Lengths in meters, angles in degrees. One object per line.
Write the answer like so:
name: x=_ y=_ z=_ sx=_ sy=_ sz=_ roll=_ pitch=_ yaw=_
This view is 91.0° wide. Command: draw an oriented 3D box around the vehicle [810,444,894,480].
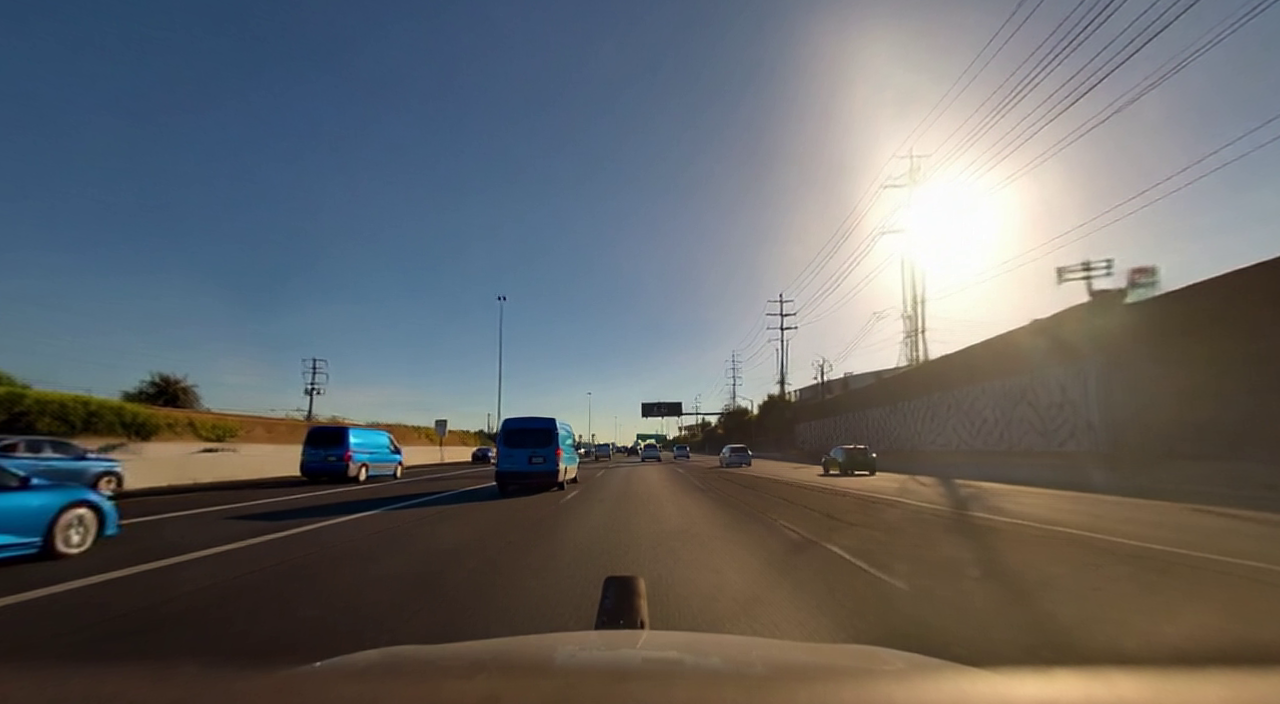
vehicle: x=9.370 y=4.904 z=28.279 sx=2.052 sy=1.470 sz=4.364 roll=0 pitch=-9 yaw=-3

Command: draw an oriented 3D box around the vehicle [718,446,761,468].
vehicle: x=7.180 y=7.637 z=45.873 sx=2.095 sy=1.504 sz=4.536 roll=0 pitch=-9 yaw=-4

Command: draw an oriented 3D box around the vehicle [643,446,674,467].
vehicle: x=1.311 y=7.668 z=46.340 sx=2.084 sy=1.492 sz=4.137 roll=0 pitch=-9 yaw=-1

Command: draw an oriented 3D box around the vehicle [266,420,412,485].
vehicle: x=-11.326 y=3.869 z=24.507 sx=2.596 sy=2.162 sz=6.328 roll=0 pitch=-9 yaw=-1

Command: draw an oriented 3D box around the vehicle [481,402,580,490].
vehicle: x=-3.650 y=3.335 z=22.334 sx=2.395 sy=2.660 sz=5.827 roll=0 pitch=-9 yaw=1

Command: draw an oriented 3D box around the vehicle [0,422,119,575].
vehicle: x=-7.444 y=1.351 z=5.496 sx=1.967 sy=1.525 sz=4.458 roll=0 pitch=-9 yaw=0
